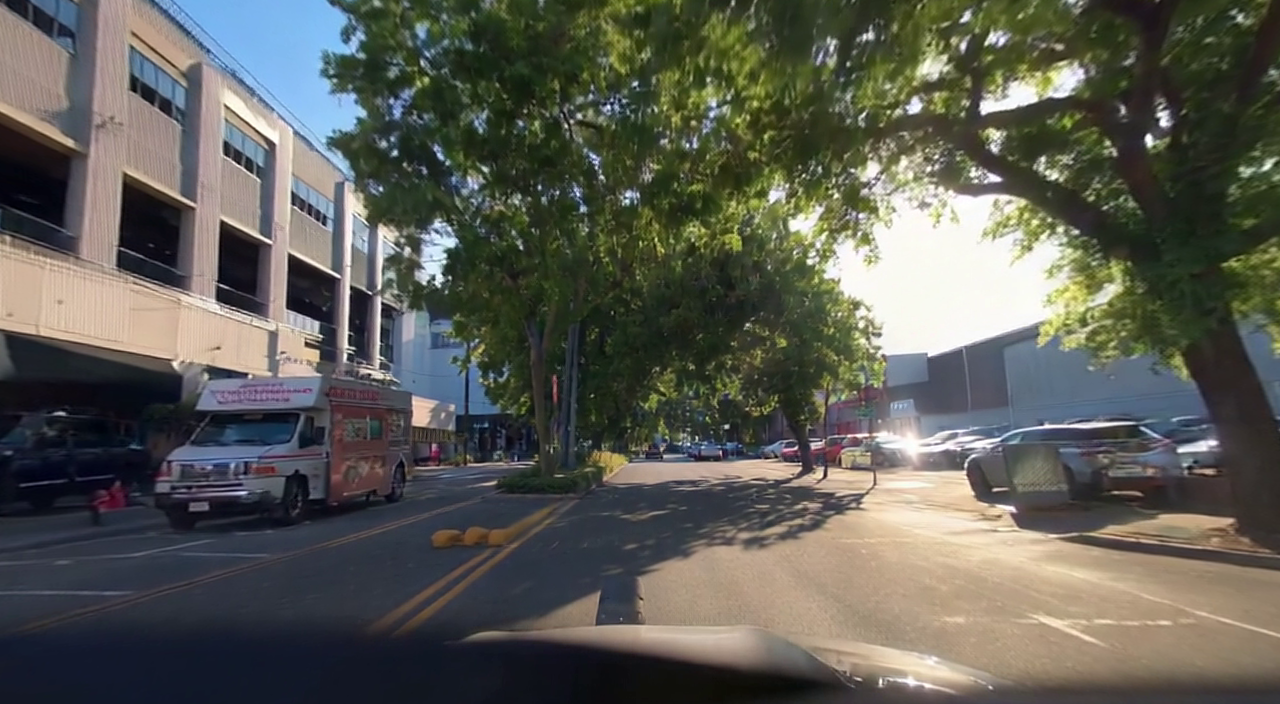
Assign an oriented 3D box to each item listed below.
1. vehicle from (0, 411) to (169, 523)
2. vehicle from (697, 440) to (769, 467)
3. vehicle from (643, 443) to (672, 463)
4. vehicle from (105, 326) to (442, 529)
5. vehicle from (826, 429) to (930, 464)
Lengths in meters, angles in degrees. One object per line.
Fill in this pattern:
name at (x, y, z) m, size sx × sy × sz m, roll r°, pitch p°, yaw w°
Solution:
vehicle at (-11.006, 1.947, 10.897) m, size 1.944 × 1.742 × 4.657 m, roll -1°, pitch -8°, yaw 4°
vehicle at (6.273, 6.803, 42.557) m, size 4.626 × 1.723 × 1.939 m, roll 5°, pitch -10°, yaw -31°
vehicle at (1.313, 7.757, 48.808) m, size 2.046 × 1.445 × 4.001 m, roll 0°, pitch -8°, yaw 0°
vehicle at (-6.917, 1.707, 13.627) m, size 2.968 × 3.222 × 7.036 m, roll 0°, pitch -9°, yaw 0°
vehicle at (14.737, 5.870, 39.386) m, size 5.540 × 2.045 × 2.259 m, roll 0°, pitch -8°, yaw 0°
